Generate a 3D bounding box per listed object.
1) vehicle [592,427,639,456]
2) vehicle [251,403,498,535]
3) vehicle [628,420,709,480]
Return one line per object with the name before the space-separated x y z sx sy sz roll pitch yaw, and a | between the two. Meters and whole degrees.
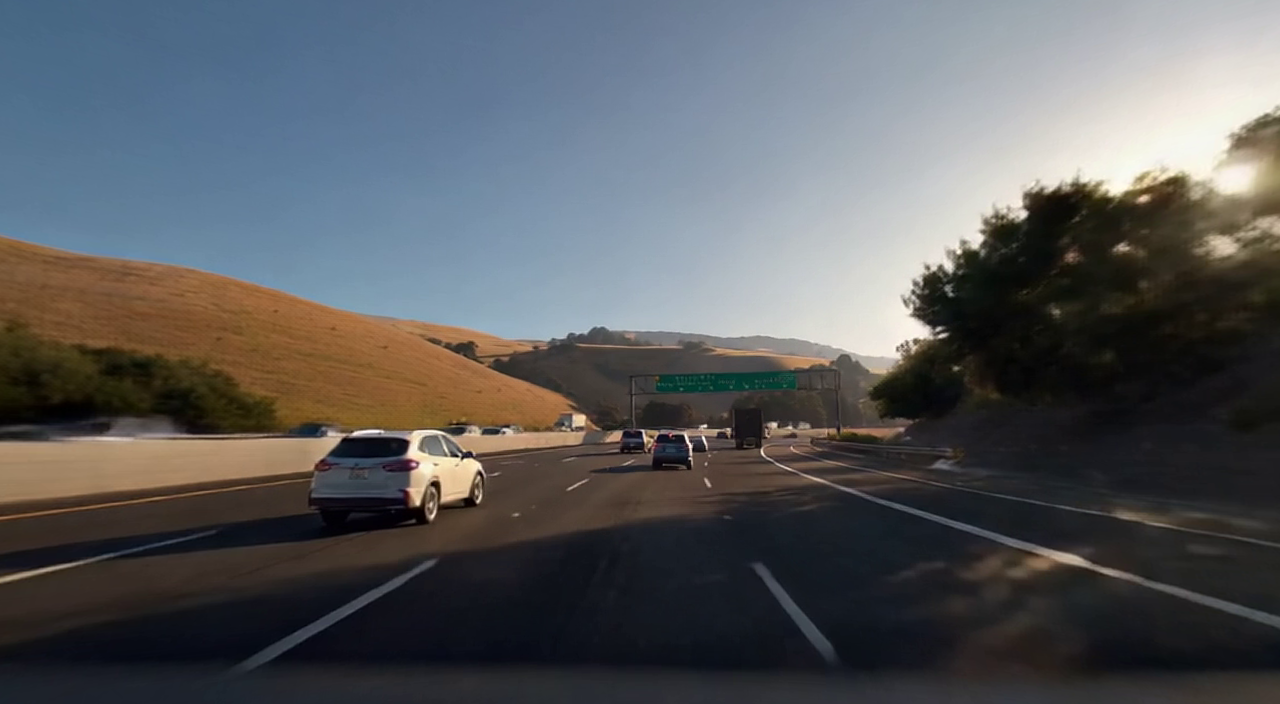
vehicle | -1.456 5.573 39.289 2.194 1.702 4.305 -1 -8 7
vehicle | -3.964 1.836 10.475 2.077 1.712 4.406 0 -8 1
vehicle | 1.006 3.320 21.588 2.484 1.820 4.497 -1 -8 4
